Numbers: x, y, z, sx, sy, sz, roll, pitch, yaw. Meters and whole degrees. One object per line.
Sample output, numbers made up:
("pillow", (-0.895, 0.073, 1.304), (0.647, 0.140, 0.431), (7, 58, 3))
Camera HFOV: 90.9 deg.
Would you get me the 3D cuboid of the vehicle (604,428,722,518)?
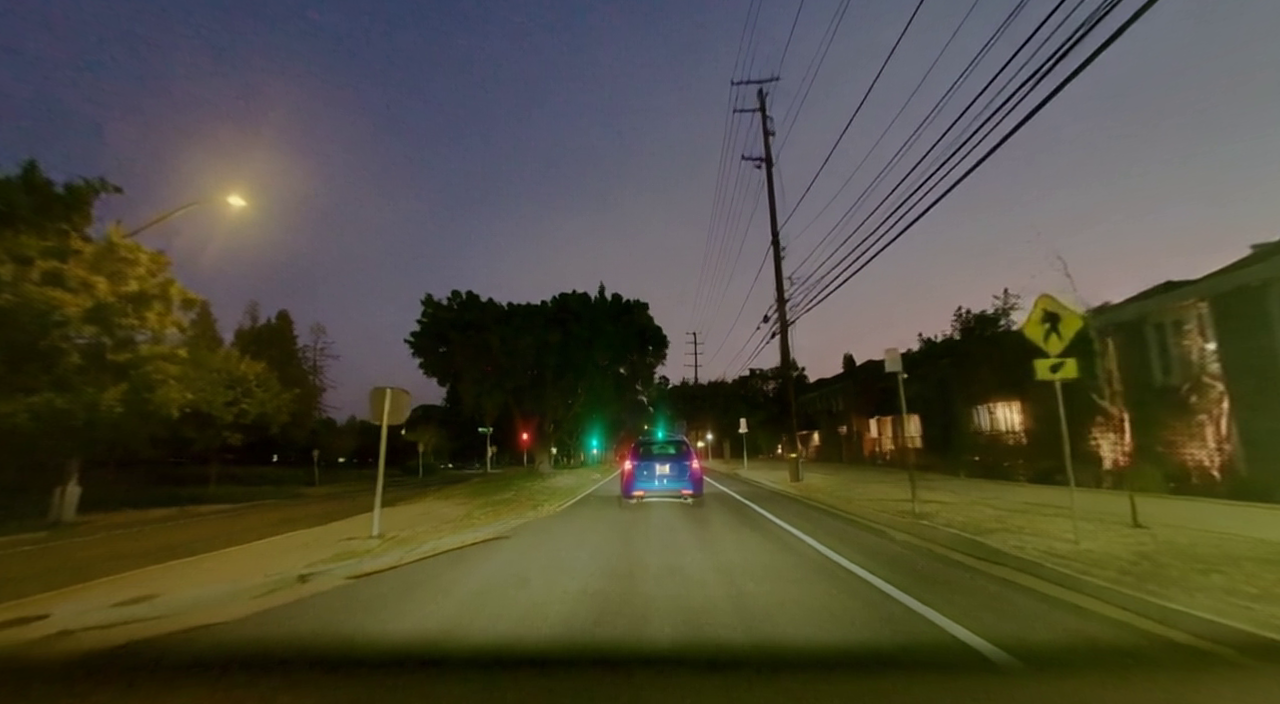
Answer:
("vehicle", (0.424, 2.570, 13.921), (2.200, 1.653, 4.127), (0, -8, 0))
